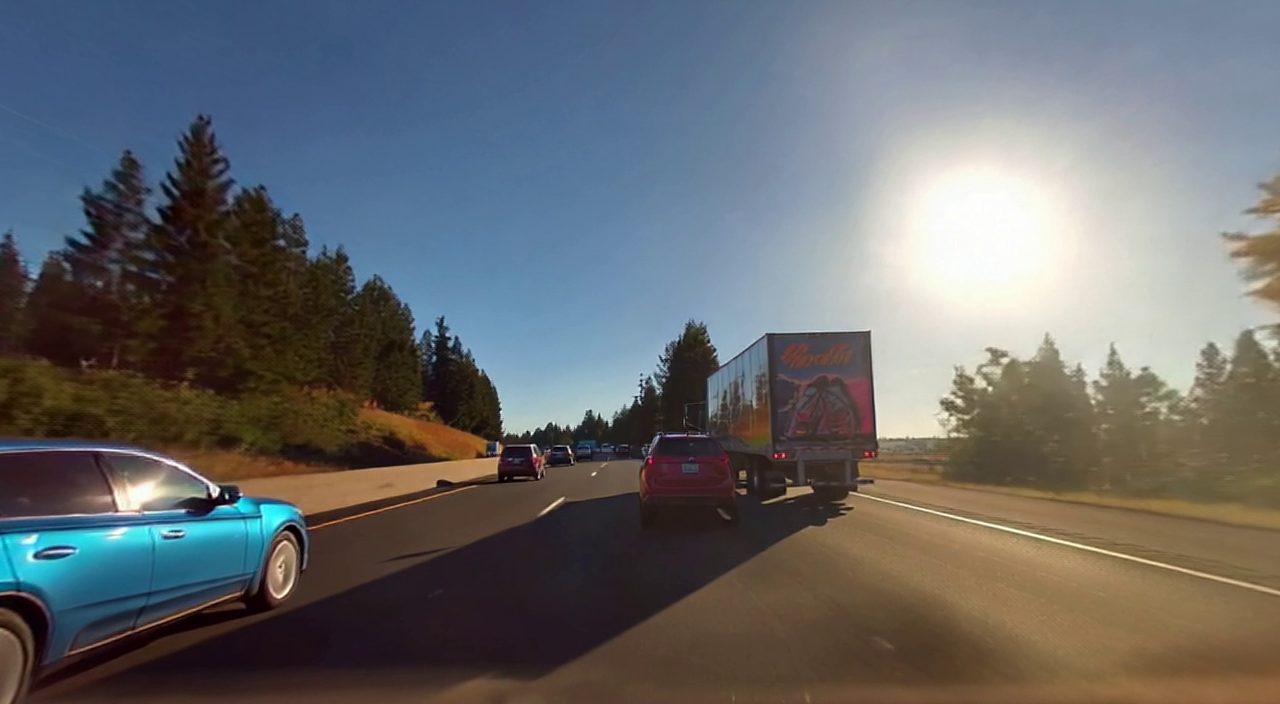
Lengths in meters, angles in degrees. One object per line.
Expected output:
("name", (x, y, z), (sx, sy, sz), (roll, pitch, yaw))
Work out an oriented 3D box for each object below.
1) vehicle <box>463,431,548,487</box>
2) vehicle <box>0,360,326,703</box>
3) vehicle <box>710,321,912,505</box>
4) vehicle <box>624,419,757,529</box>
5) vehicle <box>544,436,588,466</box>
("vehicle", (-4.244, 3.423, 20.492), (1.905, 1.642, 3.803), (0, -8, 1))
("vehicle", (-4.041, 0.991, 3.762), (1.983, 1.666, 4.452), (0, -8, 0))
("vehicle", (4.548, 2.334, 21.082), (2.828, 4.081, 14.220), (0, -8, 0))
("vehicle", (0.725, 2.115, 11.412), (2.017, 1.662, 3.543), (0, -8, -1))
("vehicle", (-4.351, 5.934, 37.790), (2.014, 1.683, 4.275), (0, -8, 1))
